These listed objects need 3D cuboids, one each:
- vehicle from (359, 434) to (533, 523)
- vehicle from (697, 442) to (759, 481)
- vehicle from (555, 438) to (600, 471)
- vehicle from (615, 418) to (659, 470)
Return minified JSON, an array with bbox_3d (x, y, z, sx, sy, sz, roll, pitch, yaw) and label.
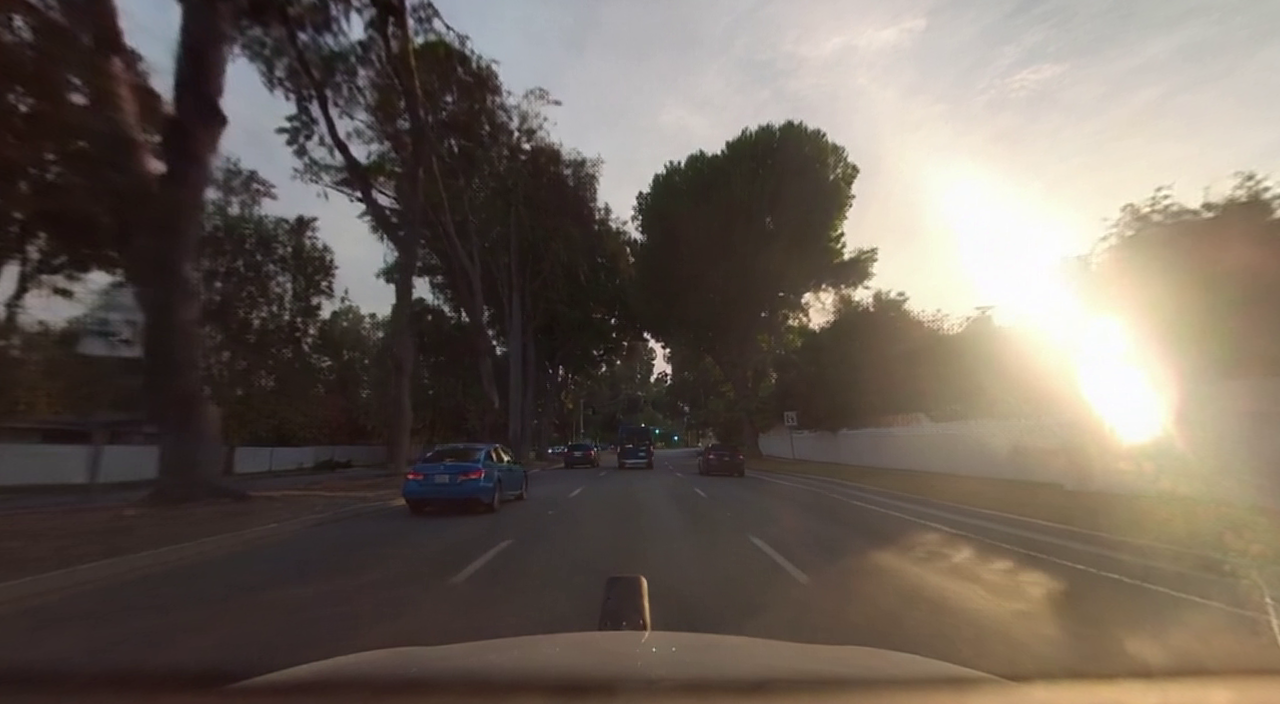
[{"bbox_3d":[-3.682,2.486,12.997,2.036,1.474,4.647,0,-8,1],"label":"vehicle"},{"bbox_3d":[3.576,4.514,26.298,1.945,1.469,4.258,0,-8,0],"label":"vehicle"},{"bbox_3d":[-3.468,5.784,35.590,2.021,1.715,4.329,0,-8,1],"label":"vehicle"},{"bbox_3d":[-0.153,5.290,36.010,2.311,2.726,5.814,0,-8,0],"label":"vehicle"}]
